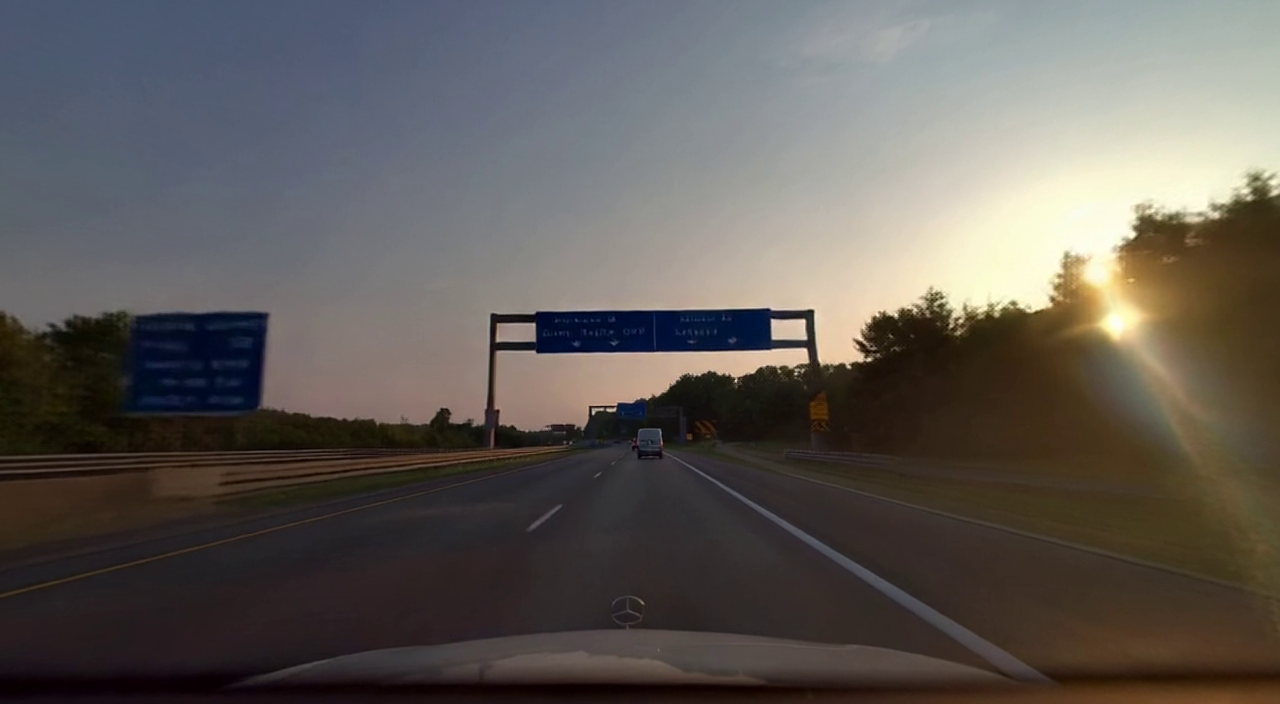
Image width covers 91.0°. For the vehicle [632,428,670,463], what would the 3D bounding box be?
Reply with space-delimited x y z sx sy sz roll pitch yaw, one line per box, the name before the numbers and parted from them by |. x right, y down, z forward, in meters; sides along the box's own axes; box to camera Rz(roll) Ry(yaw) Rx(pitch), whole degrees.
vehicle | 0.730 6.100 41.049 2.277 2.109 4.922 0 -8 1
